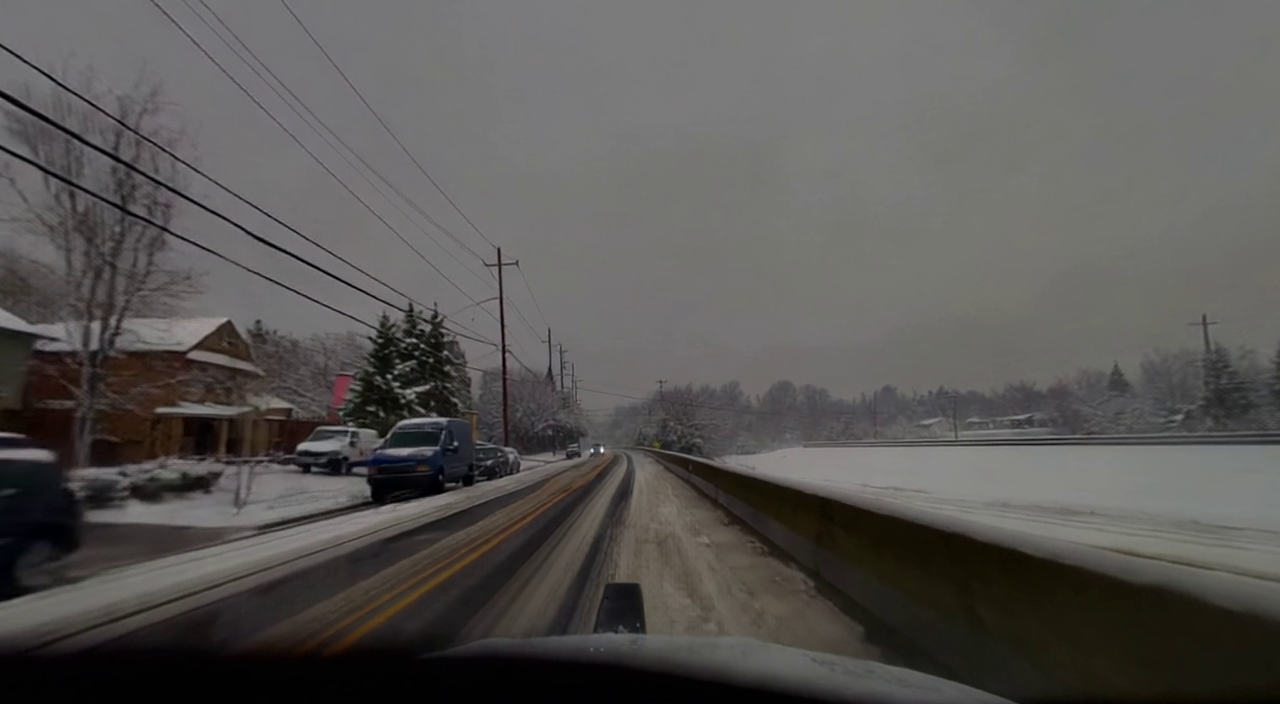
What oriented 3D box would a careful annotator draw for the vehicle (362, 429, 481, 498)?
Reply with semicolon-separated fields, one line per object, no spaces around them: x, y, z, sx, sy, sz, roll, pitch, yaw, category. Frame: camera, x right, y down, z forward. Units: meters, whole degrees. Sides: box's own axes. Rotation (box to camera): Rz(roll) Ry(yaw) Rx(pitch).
-7.518;3.882;22.475;2.335;2.136;5.328;0;-9;-1;vehicle

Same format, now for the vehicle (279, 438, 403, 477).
-12.707;4.517;27.126;4.334;1.590;2.006;1;-9;-8;vehicle
